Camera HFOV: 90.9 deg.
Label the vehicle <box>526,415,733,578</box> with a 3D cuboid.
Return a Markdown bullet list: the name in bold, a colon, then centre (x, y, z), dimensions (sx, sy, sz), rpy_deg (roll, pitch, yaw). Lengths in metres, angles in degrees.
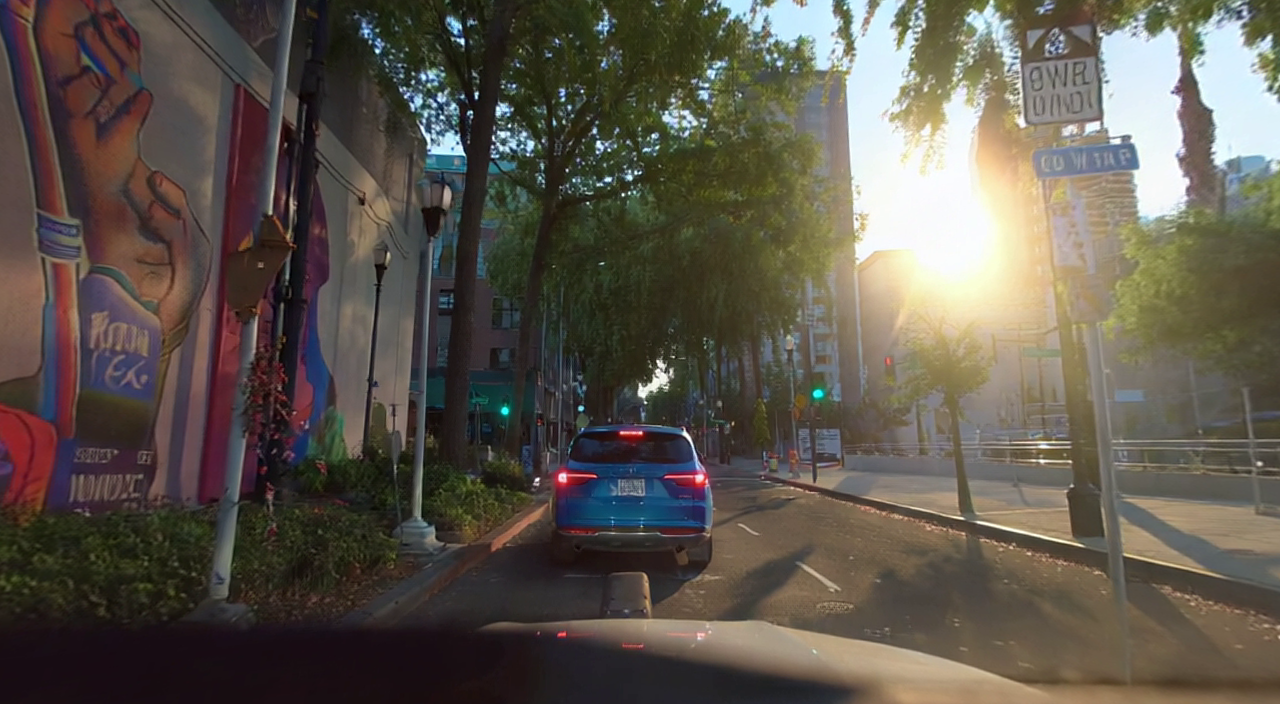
- **vehicle**: centre (-0.132, 1.751, 8.378), dimensions (2.079, 1.621, 3.861), rpy_deg (0, -8, -1)
